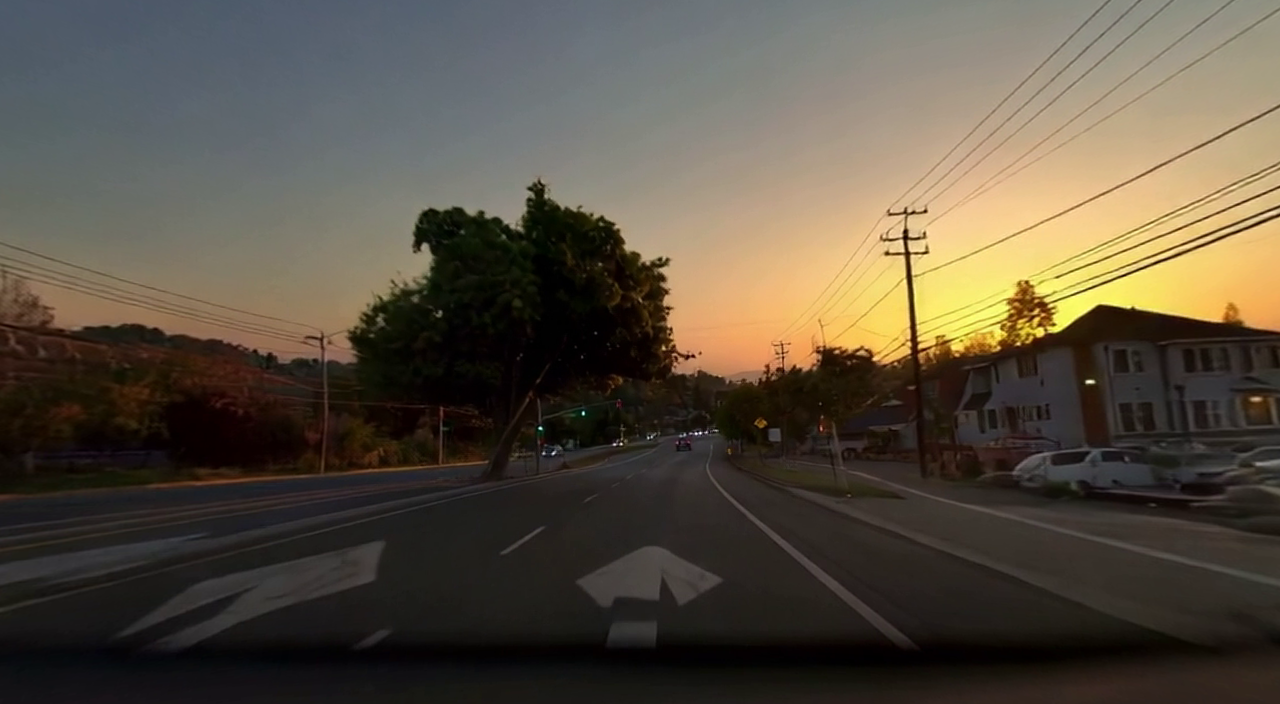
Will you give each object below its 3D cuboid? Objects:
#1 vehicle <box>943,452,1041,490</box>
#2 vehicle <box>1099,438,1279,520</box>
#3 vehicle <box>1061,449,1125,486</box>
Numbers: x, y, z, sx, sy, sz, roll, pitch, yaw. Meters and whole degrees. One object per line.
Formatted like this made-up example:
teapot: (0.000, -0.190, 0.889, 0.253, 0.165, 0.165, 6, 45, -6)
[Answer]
vehicle: (16.670, 5.648, 30.167, 1.832, 1.413, 4.505, -6, -8, -4)
vehicle: (15.093, 3.302, 16.493, 4.793, 1.937, 1.996, -6, -13, 34)
vehicle: (20.157, 5.113, 28.202, 1.667, 1.467, 3.821, -4, -10, 27)
